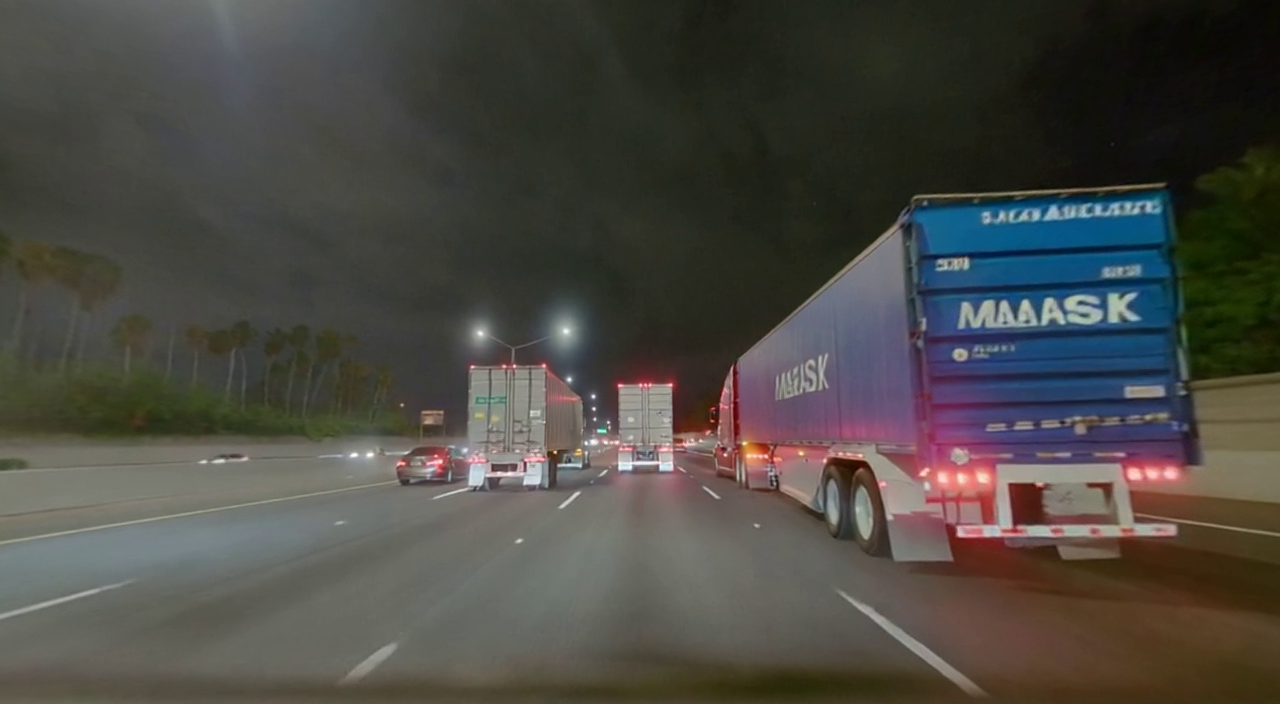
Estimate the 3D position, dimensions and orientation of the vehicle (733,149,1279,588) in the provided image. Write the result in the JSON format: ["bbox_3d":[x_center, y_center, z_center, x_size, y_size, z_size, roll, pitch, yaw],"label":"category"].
[{"bbox_3d":[4.430,1.097,13.170,2.887,4.178,14.553,0,-8,0],"label":"vehicle"}]

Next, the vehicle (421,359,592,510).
[{"bbox_3d":[-3.278,2.548,19.141,2.786,3.228,11.082,0,-8,0],"label":"vehicle"}]

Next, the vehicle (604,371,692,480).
[{"bbox_3d":[0.352,3.948,31.560,3.097,3.856,18.209,0,-9,0],"label":"vehicle"}]
